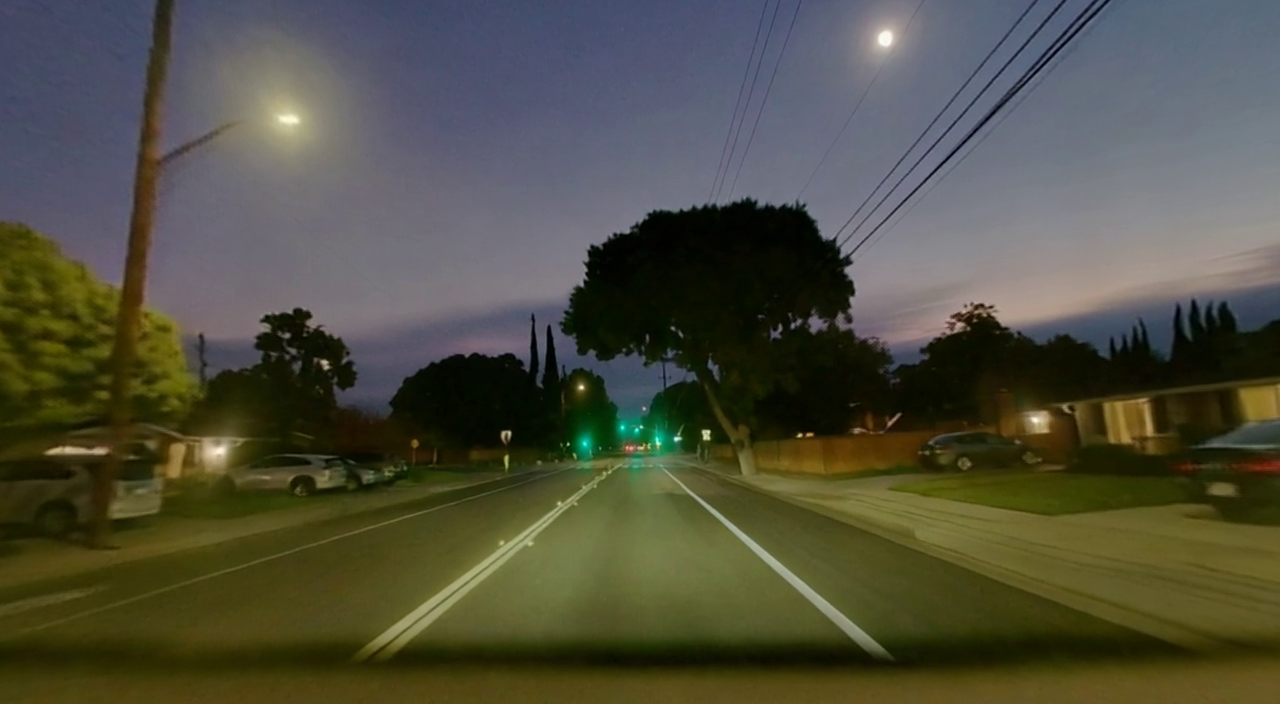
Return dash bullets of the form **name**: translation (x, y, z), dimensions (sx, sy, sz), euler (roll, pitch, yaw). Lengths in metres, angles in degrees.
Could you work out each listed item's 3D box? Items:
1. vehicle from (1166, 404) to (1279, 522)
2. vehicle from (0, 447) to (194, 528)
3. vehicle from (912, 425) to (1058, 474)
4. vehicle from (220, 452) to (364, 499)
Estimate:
- **vehicle**: translation (10.808, 1.580, 9.135), dimensions (4.908, 1.537, 2.065), euler (1, -9, -9)
- **vehicle**: translation (-12.902, 2.963, 14.130), dimensions (4.207, 1.648, 1.956), euler (1, -9, -6)
- **vehicle**: translation (13.187, 3.727, 24.280), dimensions (4.653, 1.775, 1.906), euler (1, -9, -10)
- **vehicle**: translation (-12.349, 4.380, 22.634), dimensions (3.927, 1.560, 2.049), euler (0, -9, 0)
